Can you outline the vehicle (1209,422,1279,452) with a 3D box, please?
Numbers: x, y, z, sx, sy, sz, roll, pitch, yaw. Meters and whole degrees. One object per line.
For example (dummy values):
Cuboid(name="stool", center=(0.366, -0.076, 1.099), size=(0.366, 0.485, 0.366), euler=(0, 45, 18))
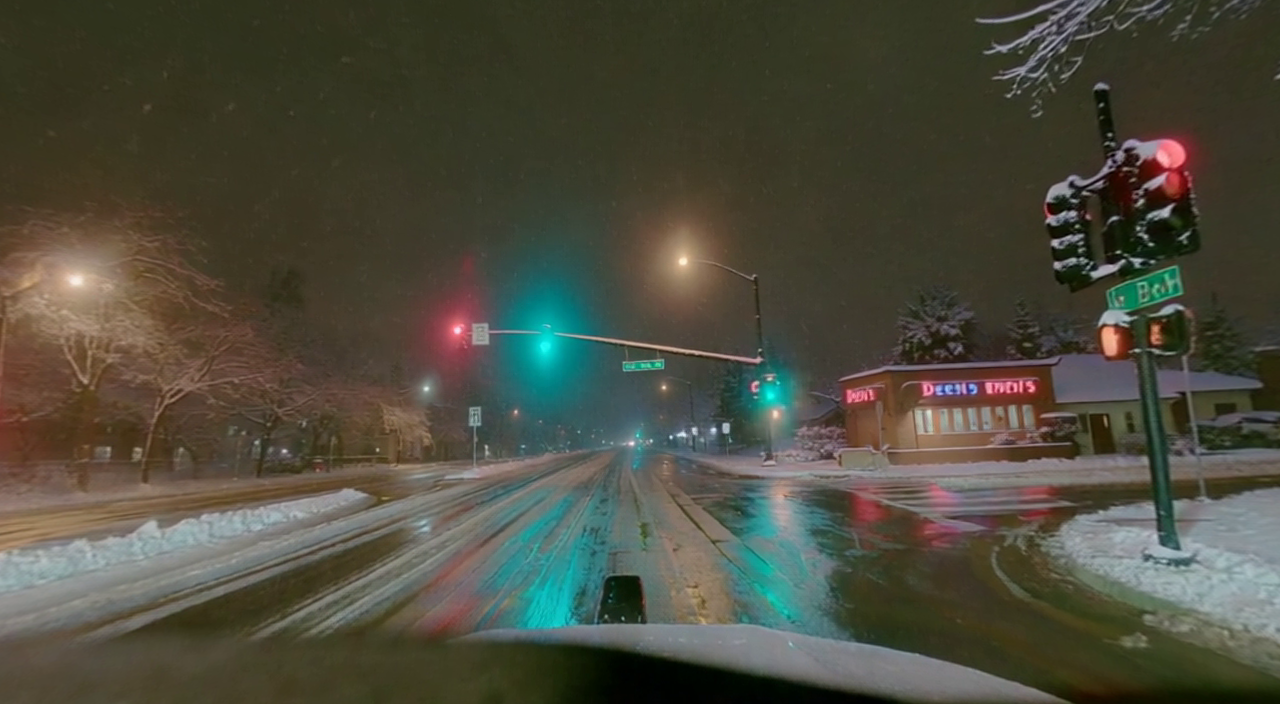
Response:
Cuboid(name="vehicle", center=(35.321, 4.737, 35.345), size=(4.493, 1.453, 1.849), euler=(-4, -9, 2))
